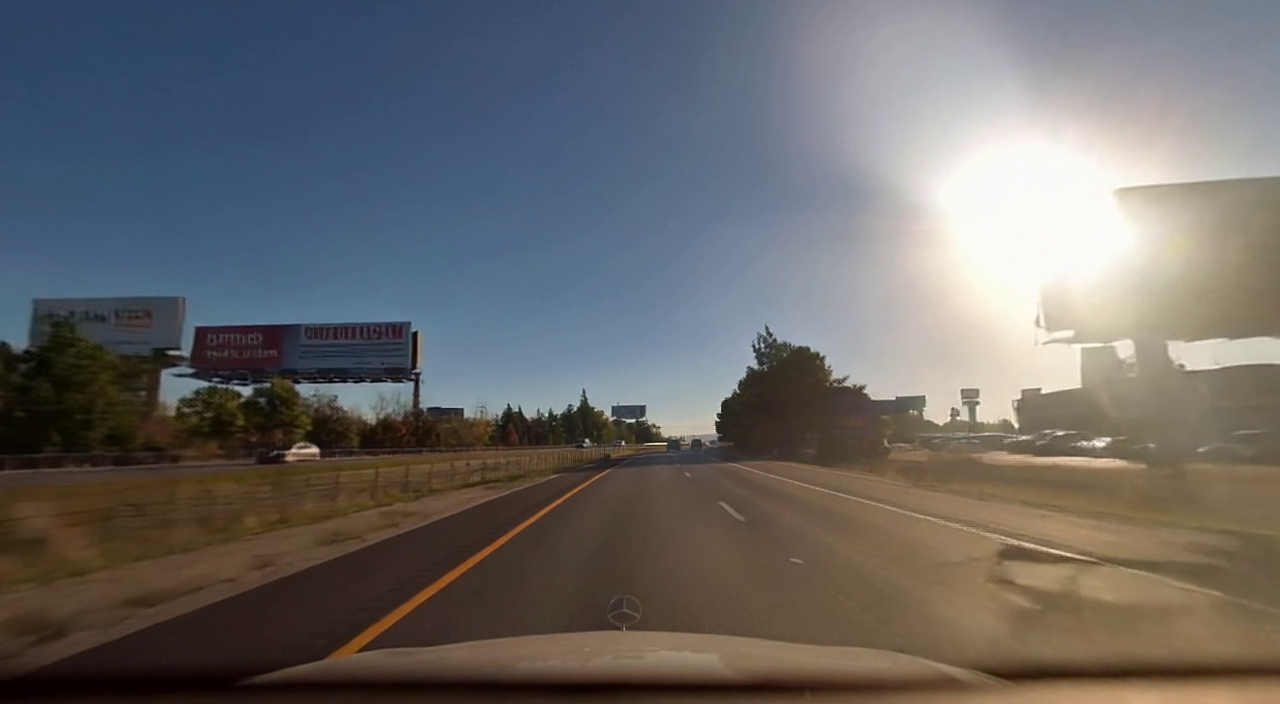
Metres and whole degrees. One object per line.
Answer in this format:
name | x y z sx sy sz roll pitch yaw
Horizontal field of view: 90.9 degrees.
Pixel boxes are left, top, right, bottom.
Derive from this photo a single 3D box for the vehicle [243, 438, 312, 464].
vehicle | -26.906 7.380 46.989 2.105 1.813 5.077 0 -8 0
